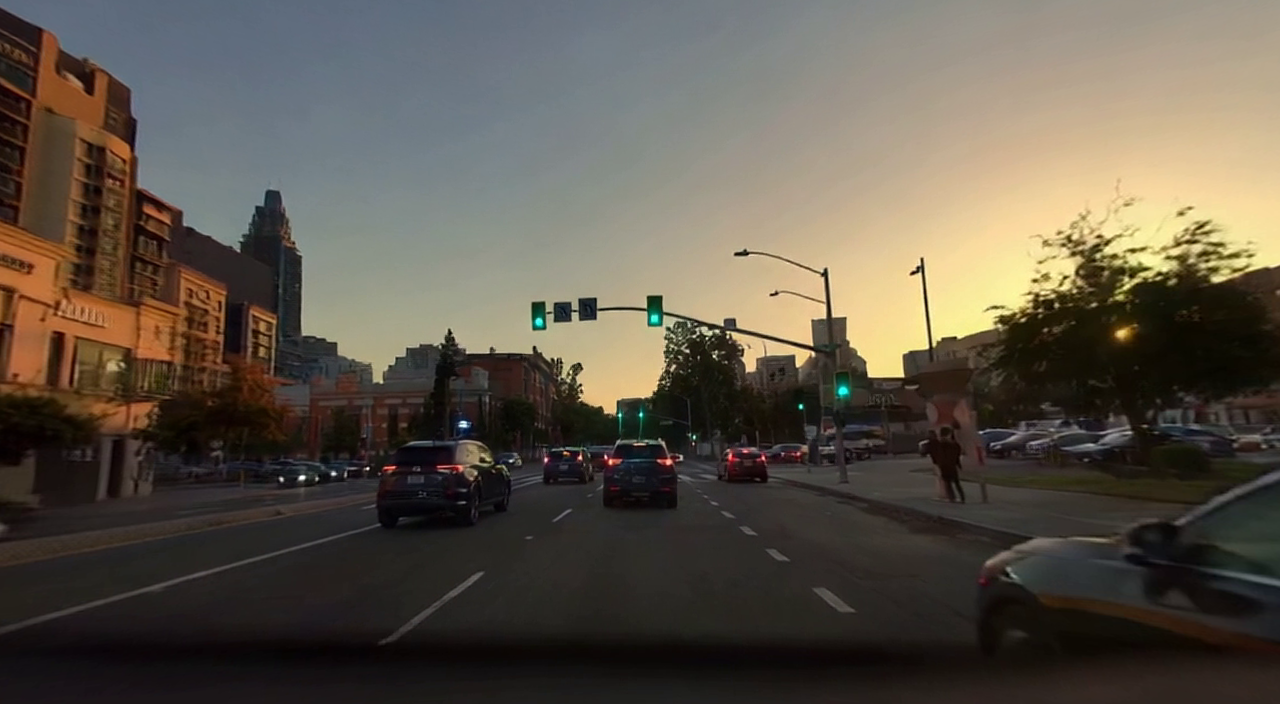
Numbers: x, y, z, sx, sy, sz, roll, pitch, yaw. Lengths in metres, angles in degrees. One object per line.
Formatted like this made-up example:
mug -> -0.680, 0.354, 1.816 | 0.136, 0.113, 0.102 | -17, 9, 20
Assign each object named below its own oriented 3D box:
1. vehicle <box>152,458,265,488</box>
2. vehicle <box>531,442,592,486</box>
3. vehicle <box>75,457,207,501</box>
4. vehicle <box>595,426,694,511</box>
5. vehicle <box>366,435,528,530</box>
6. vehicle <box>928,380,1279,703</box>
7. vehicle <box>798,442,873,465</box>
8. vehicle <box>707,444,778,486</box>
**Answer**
vehicle -> -29.618, 8.289, 43.512 | 2.021, 1.802, 5.987 | -5, -10, 31
vehicle -> -3.127, 4.535, 25.884 | 1.894, 1.642, 3.861 | 0, -8, 2
vehicle -> -24.248, 6.157, 30.971 | 1.919, 1.831, 5.335 | 0, -8, 2
vehicle -> 0.118, 2.731, 15.215 | 2.075, 1.770, 4.018 | 0, -8, 1
vehicle -> -3.691, 2.546, 12.957 | 1.886, 1.599, 4.247 | 0, -8, 1
vehicle -> 2.953, 0.854, 1.990 | 2.030, 1.492, 4.383 | 0, -8, 0
vehicle -> 13.904, 7.215, 44.845 | 4.736, 1.526, 1.878 | 2, -9, -16
vehicle -> 3.913, 4.378, 24.843 | 1.986, 1.457, 4.566 | 0, -8, -1
